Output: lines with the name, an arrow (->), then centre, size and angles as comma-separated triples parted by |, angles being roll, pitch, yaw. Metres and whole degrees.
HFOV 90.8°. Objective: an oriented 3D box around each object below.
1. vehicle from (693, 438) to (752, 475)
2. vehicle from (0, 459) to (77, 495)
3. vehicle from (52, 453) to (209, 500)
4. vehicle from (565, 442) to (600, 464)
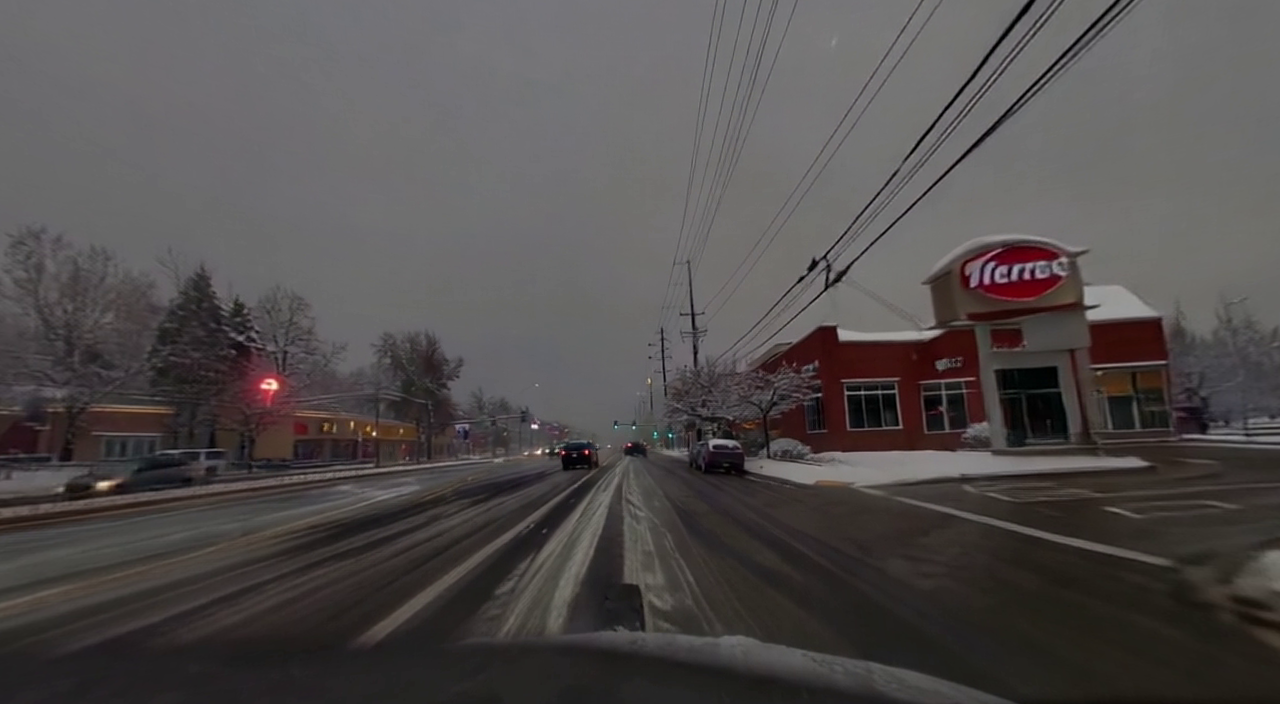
vehicle -> 3.629, 4.687, 28.639 | 1.922, 1.507, 4.824 | 0, -9, -1
vehicle -> -30.079, 5.914, 30.056 | 4.720, 1.556, 2.070 | -1, -9, 5
vehicle -> -18.296, 4.446, 23.023 | 1.990, 1.500, 4.467 | 0, -9, 0
vehicle -> -4.173, 7.445, 46.741 | 2.179, 1.490, 4.742 | 0, -9, 0
